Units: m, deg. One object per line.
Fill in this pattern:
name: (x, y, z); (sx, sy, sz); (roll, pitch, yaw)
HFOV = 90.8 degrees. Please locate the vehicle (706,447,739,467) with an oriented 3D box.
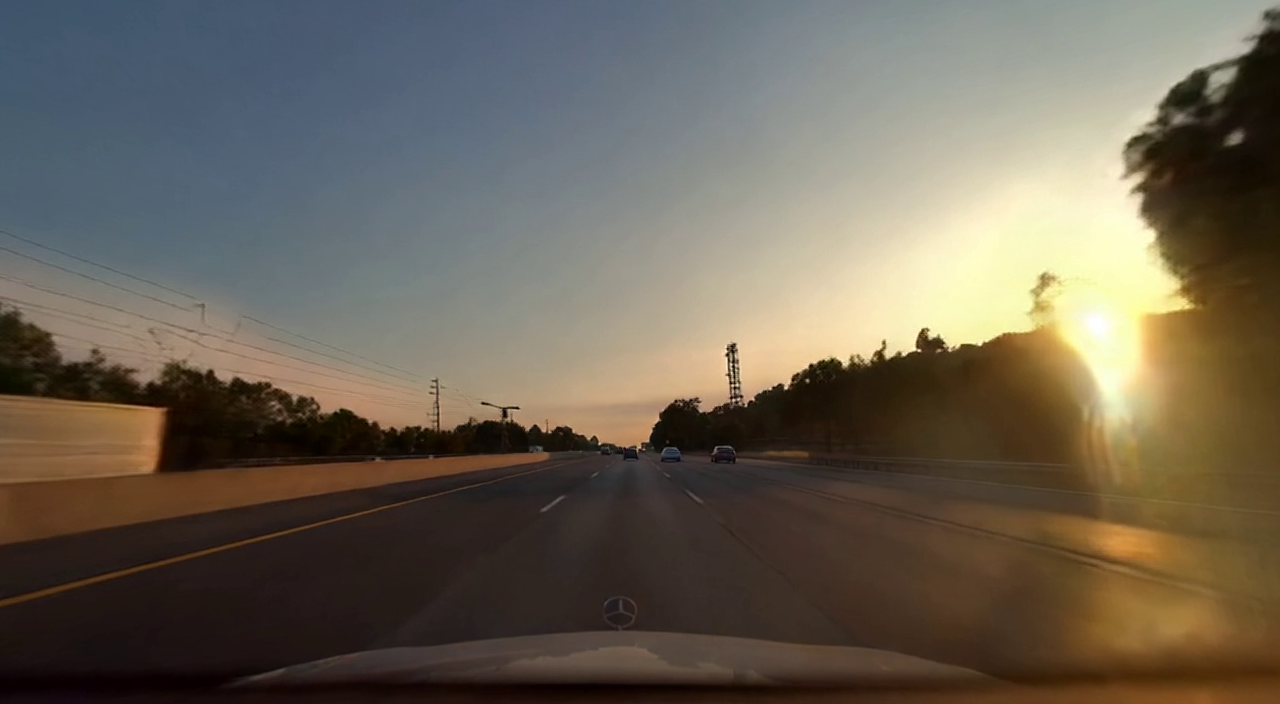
vehicle: (6.340, 8.095, 48.940); (1.817, 1.440, 4.075); (0, -9, -2)

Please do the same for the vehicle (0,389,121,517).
vehicle: (-18.987, 2.549, 15.795); (2.951, 3.477, 10.720); (0, -9, -1)
